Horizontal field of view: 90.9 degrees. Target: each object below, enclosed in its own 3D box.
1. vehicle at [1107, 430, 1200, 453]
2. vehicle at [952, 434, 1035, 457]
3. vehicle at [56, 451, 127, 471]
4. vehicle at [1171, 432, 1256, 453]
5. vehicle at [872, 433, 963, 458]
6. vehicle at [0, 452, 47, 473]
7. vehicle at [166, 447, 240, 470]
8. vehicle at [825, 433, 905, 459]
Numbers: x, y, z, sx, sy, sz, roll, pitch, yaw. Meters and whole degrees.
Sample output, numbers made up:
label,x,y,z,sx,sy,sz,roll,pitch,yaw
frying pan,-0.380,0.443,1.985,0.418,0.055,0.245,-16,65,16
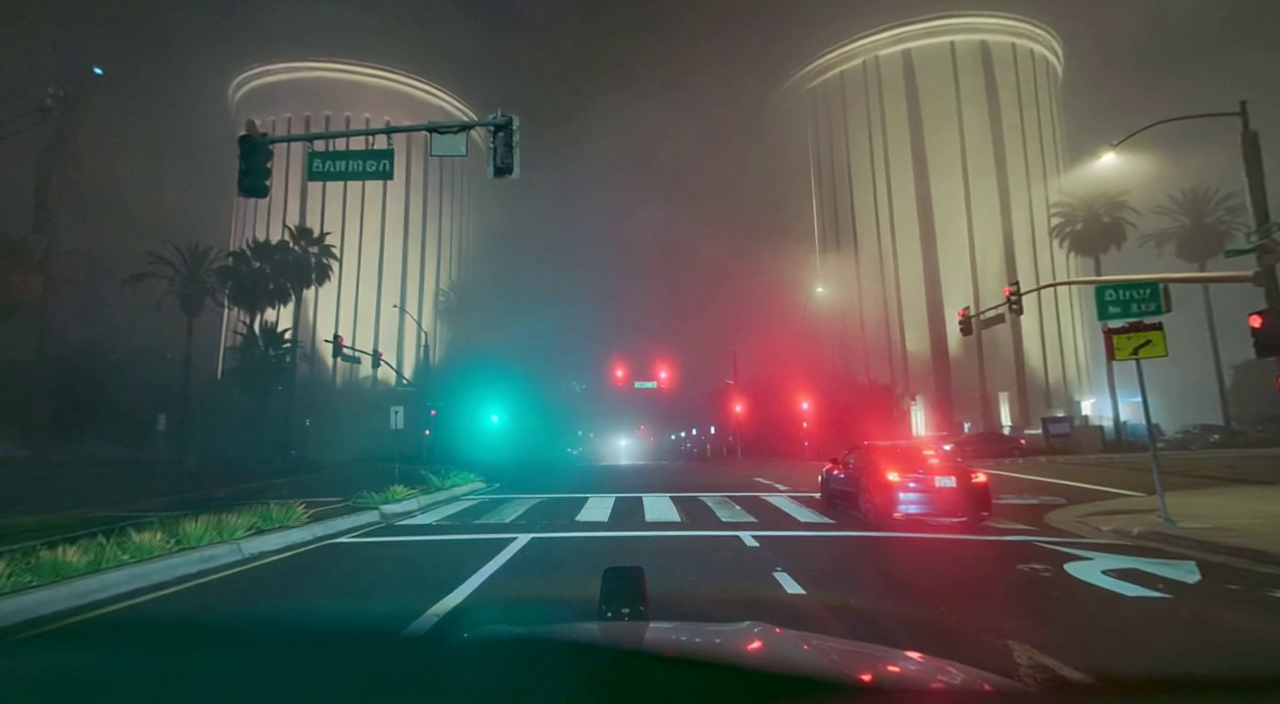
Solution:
label,x,y,z,sx,sy,sz,roll,pitch,yaw
vehicle,33.818,5.933,41.579,4.567,1.458,1.791,0,-8,0
vehicle,23.524,6.208,42.008,4.423,1.465,1.798,0,-8,0
vehicle,-41.728,8.305,48.010,3.698,1.467,1.779,0,-8,-1
vehicle,42.100,6.634,46.305,4.437,1.469,1.811,0,-8,0
vehicle,16.903,5.733,38.504,4.684,1.461,1.777,0,-8,-1
vehicle,-48.060,8.416,48.135,3.786,1.555,1.702,0,-8,2
vehicle,-33.239,8.104,48.004,4.136,1.661,1.857,0,-8,0
vehicle,15.022,6.282,42.250,4.648,1.665,1.910,0,-8,-1
